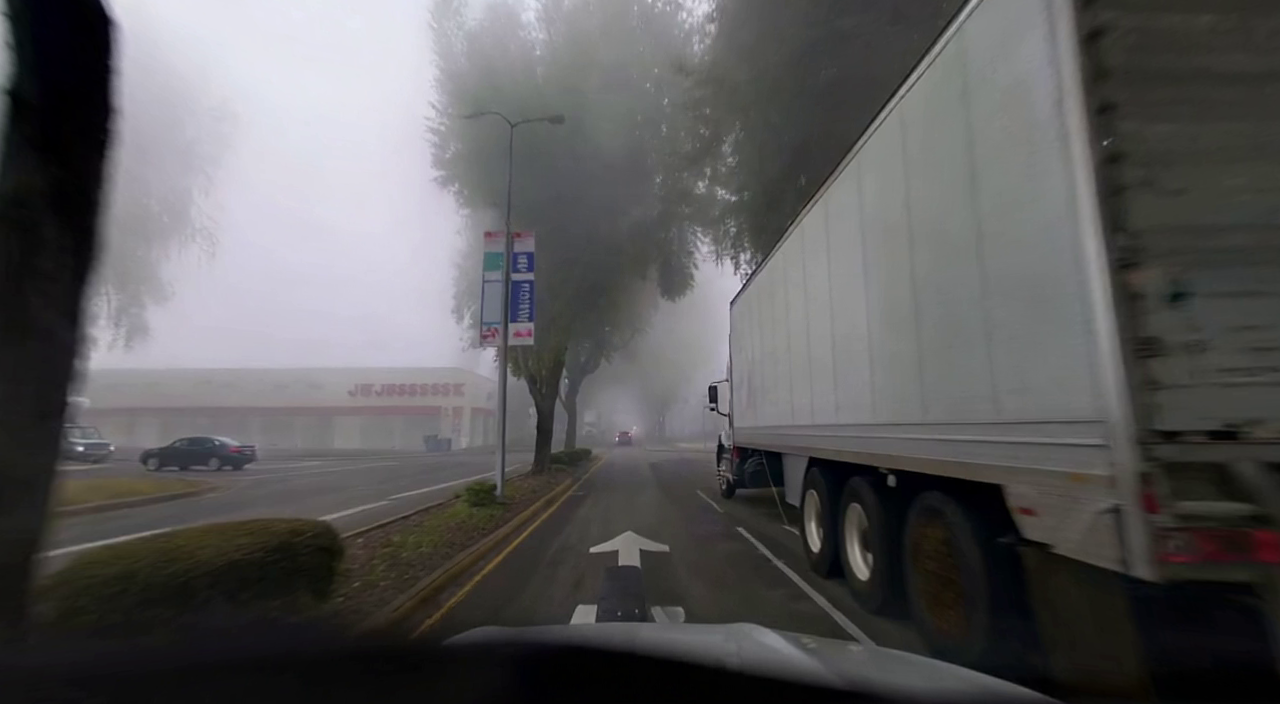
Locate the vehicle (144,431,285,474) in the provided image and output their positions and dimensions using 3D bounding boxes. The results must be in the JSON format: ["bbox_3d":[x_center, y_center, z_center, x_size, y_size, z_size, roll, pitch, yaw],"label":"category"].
[{"bbox_3d":[-16.663,3.950,24.775,4.248,1.511,1.881,-2,-9,2],"label":"vehicle"}]

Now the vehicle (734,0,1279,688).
[{"bbox_3d":[2.965,0.154,6.408,3.000,3.950,5.876,0,-8,-1],"label":"vehicle"}]
